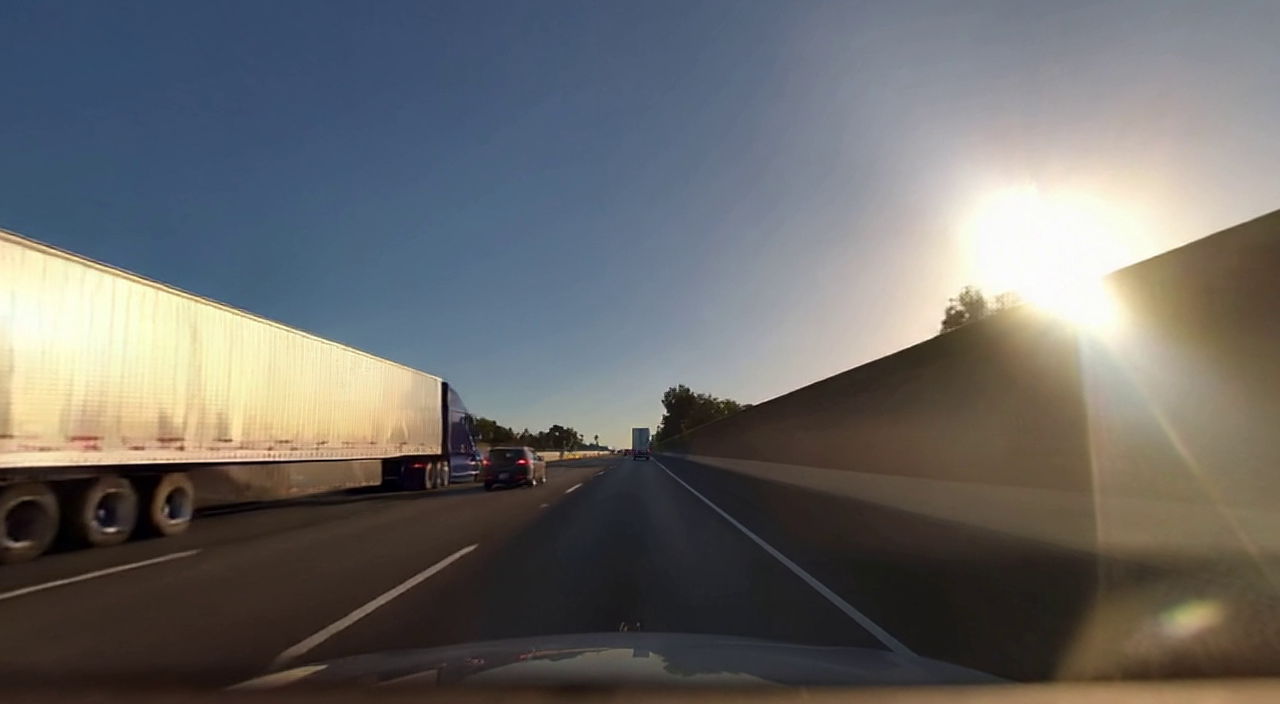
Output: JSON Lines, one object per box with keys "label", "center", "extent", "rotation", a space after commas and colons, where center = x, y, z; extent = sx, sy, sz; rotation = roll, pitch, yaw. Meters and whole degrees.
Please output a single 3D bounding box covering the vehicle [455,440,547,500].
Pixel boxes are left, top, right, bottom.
{"label": "vehicle", "center": [-4.000, 3.439, 18.766], "extent": [1.880, 1.569, 3.714], "rotation": [0, -9, 0]}
